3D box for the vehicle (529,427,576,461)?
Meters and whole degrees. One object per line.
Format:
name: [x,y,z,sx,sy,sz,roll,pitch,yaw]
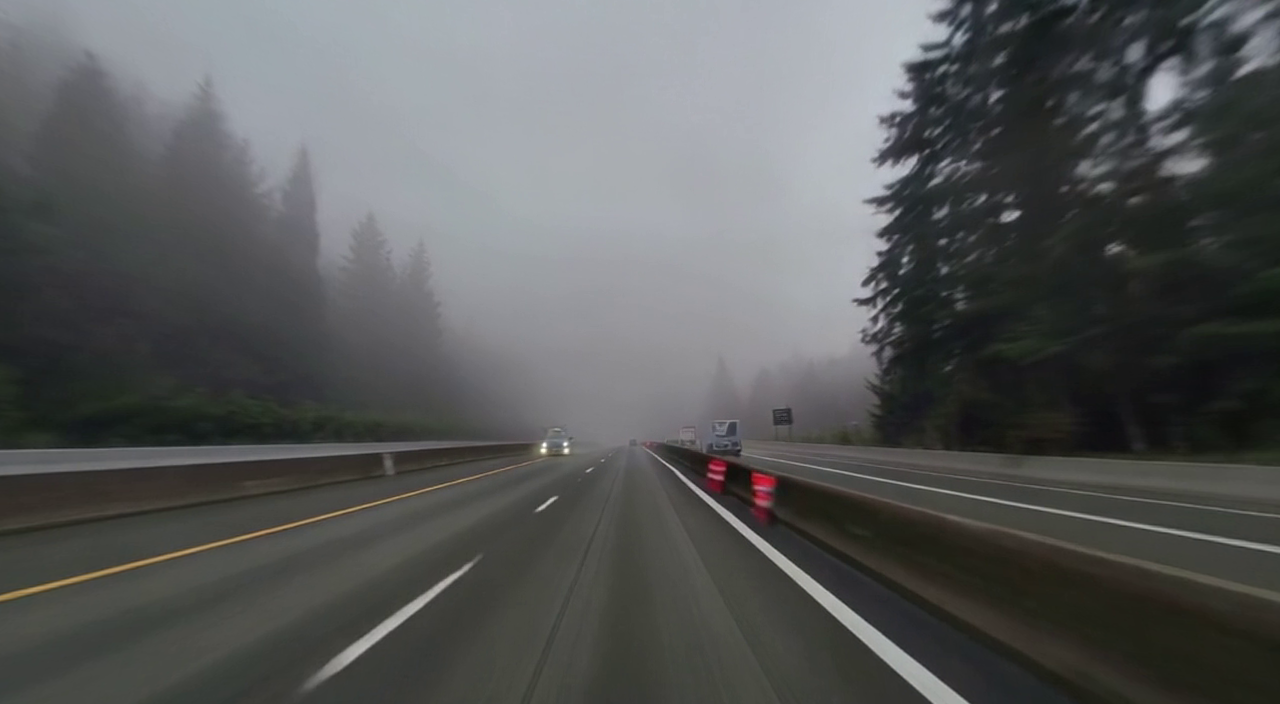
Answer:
vehicle: [-5.445,5.804,39.829,2.272,1.960,5.191,0,-8,-1]
